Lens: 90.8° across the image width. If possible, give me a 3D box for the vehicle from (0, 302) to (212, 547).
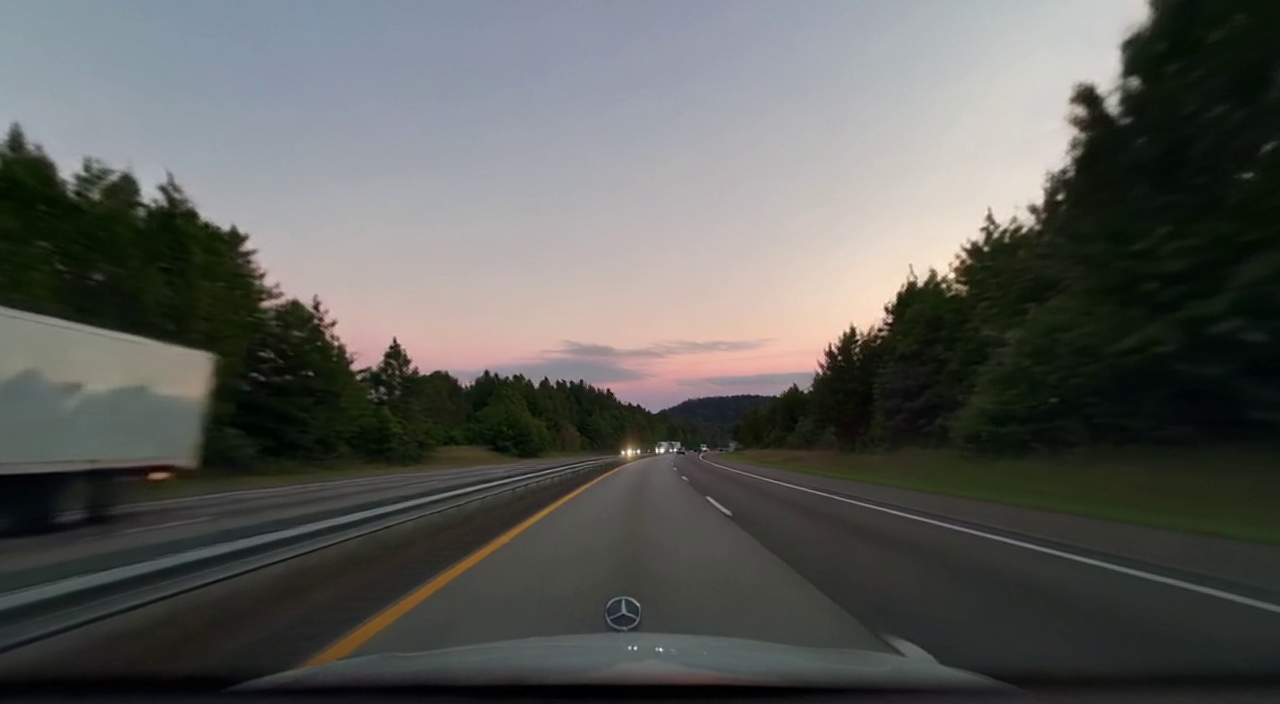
[{"bbox_3d":[-12.490,0.843,8.270,2.857,4.186,15.405,0,-9,1],"label":"vehicle"}]
